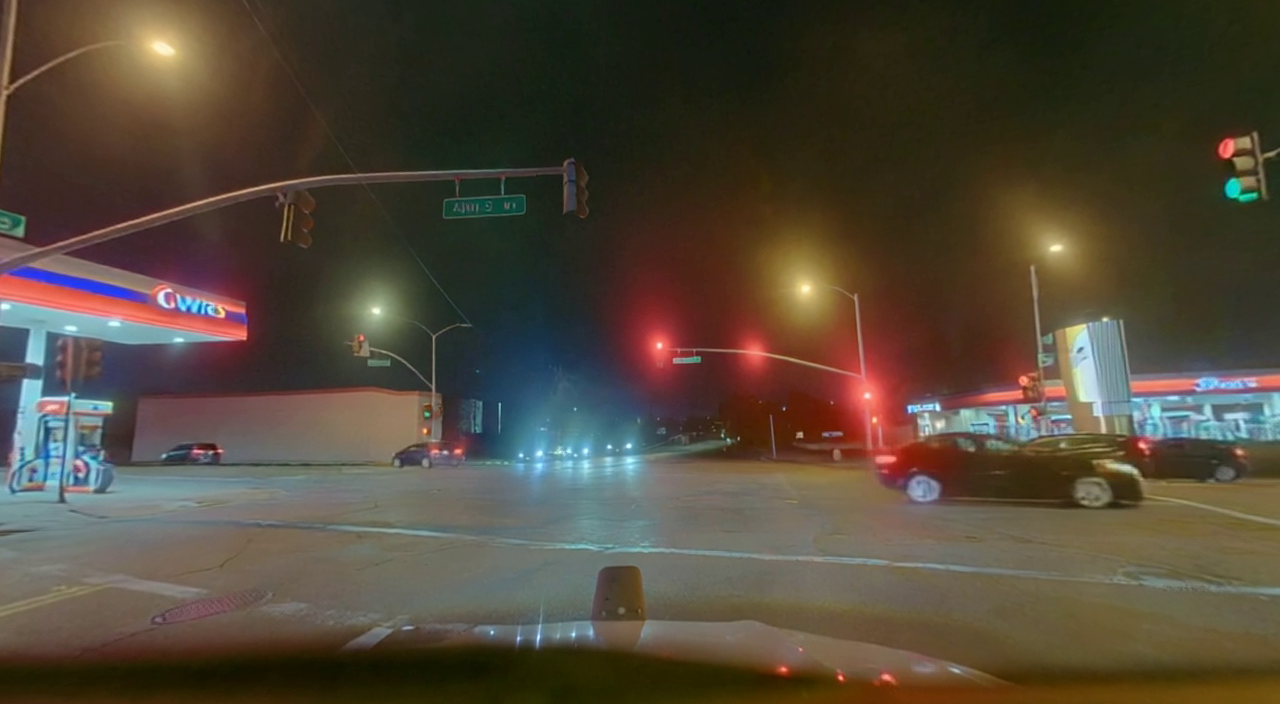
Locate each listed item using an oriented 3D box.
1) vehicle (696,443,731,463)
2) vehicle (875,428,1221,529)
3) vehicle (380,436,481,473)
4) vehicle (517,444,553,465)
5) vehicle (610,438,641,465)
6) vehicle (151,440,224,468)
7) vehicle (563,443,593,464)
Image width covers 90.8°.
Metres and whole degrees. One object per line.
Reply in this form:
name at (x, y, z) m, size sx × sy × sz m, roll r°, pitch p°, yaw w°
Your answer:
vehicle at (5.750, 7.976, 49.877) m, size 1.831 × 1.467 × 4.792 m, roll 1°, pitch -8°, yaw -5°
vehicle at (6.829, 2.142, 11.202) m, size 4.670 × 1.458 × 1.959 m, roll -5°, pitch -10°, yaw 28°
vehicle at (-10.147, 4.934, 30.579) m, size 4.568 × 1.643 × 1.911 m, roll -5°, pitch -9°, yaw 27°
vehicle at (-7.972, 7.840, 48.322) m, size 2.079 × 1.491 × 4.045 m, roll 0°, pitch -8°, yaw 0°
vehicle at (-1.118, 7.070, 45.148) m, size 2.083 × 1.764 × 5.011 m, roll 0°, pitch -8°, yaw -3°
vehicle at (-29.184, 6.549, 40.715) m, size 4.562 × 1.676 × 1.819 m, roll -5°, pitch -10°, yaw 27°
vehicle at (-4.592, 7.587, 47.330) m, size 2.003 × 1.481 × 4.091 m, roll 0°, pitch -8°, yaw -3°
